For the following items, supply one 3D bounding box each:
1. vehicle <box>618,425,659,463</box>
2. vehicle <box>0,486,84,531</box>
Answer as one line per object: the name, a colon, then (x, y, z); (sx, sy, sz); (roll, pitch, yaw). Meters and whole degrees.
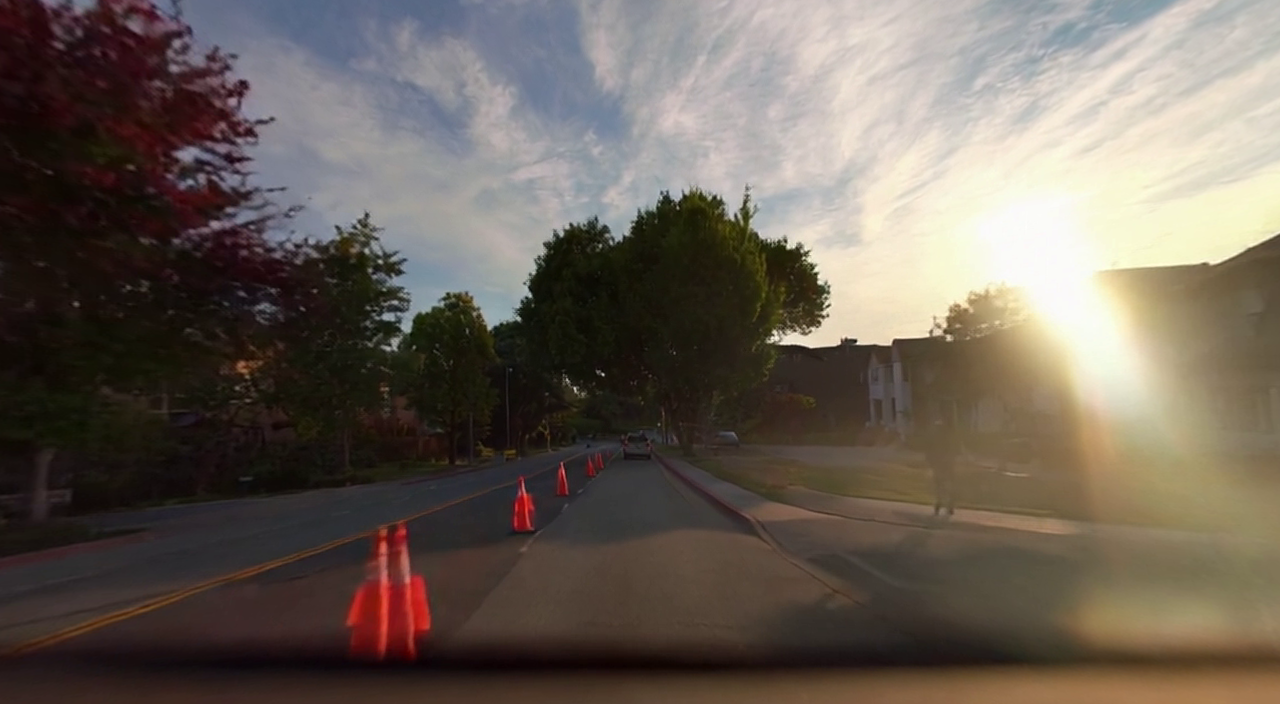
vehicle: (-0.156, 5.338, 36.595); (2.169, 2.015, 5.206); (0, -9, -2)
vehicle: (-25.423, 6.371, 25.930); (4.314, 1.583, 1.779); (-4, -10, 18)
